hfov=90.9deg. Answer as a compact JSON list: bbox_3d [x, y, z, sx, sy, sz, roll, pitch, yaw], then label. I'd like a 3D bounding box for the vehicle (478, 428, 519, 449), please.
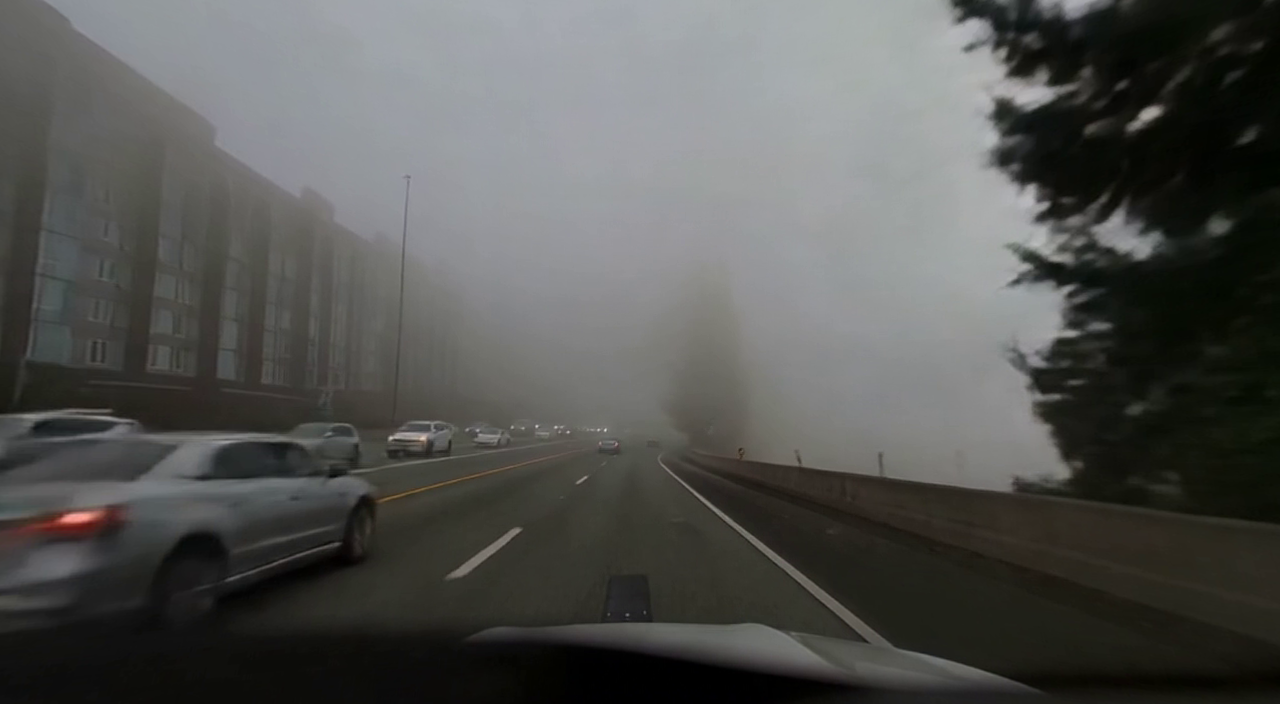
[{"bbox_3d":[-10.352,6.402,46.435,1.893,1.443,4.334,-1,-8,2],"label":"vehicle"}]

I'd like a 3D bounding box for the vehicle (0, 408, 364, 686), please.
[{"bbox_3d":[-4.380,1.320,5.284,2.035,1.460,4.497,-1,-8,1],"label":"vehicle"}]

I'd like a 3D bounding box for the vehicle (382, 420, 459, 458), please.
[{"bbox_3d":[-10.357,4.154,30.117,1.926,1.650,4.593,-1,-8,2],"label":"vehicle"}]
